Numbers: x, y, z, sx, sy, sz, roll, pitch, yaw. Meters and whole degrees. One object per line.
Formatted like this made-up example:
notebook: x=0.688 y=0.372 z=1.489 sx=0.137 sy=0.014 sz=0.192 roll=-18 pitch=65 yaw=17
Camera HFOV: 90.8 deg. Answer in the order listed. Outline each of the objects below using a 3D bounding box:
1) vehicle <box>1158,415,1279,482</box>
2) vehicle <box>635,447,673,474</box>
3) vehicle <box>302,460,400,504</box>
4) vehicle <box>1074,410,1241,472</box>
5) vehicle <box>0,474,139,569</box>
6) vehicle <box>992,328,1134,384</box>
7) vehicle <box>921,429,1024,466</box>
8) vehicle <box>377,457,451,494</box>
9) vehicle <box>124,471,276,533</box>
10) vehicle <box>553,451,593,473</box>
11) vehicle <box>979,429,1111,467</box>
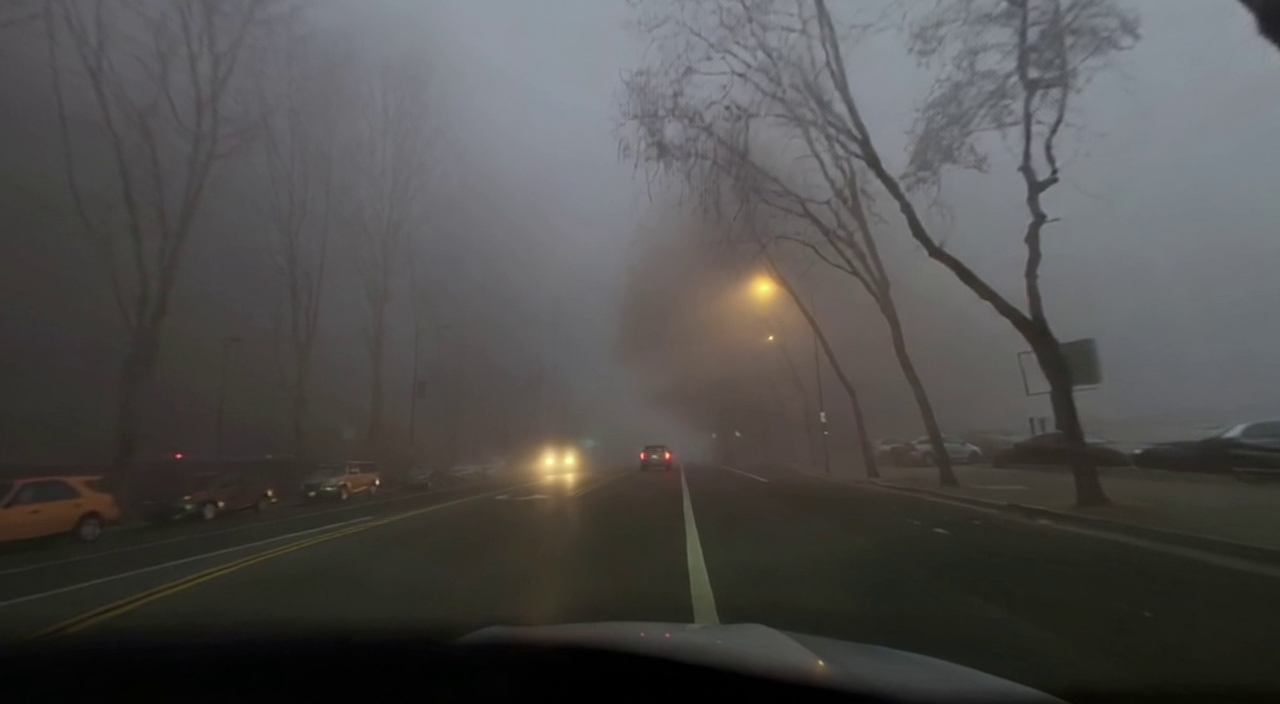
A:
vehicle: x=14.588 y=2.200 z=14.563 sx=3.556 sy=1.414 sz=1.851 roll=-1 pitch=-9 yaw=2
vehicle: x=0.873 y=6.231 z=36.625 sx=2.051 sy=1.454 sz=4.132 roll=-1 pitch=-9 yaw=3
vehicle: x=-12.283 y=5.528 z=27.205 sx=1.997 sy=1.668 sz=4.084 roll=-1 pitch=-9 yaw=5
vehicle: x=16.056 y=2.854 z=20.040 sx=2.050 sy=1.573 sz=5.029 roll=-6 pitch=-10 yaw=15
vehicle: x=-12.934 y=3.398 z=12.569 sx=1.984 sy=1.635 sz=4.525 roll=-4 pitch=-9 yaw=5
vehicle: x=15.369 y=0.172 z=23.124 sx=3.766 sy=1.708 sz=1.810 roll=-1 pitch=-9 yaw=5
vehicle: x=16.129 y=4.691 z=30.798 sx=3.922 sy=1.420 sz=1.784 roll=-5 pitch=-10 yaw=4
vehicle: x=-11.882 y=6.501 z=33.577 sx=2.016 sy=1.627 sz=4.742 roll=-2 pitch=-8 yaw=3
vehicle: x=-12.740 y=4.317 z=18.608 sx=1.646 sy=1.462 sz=3.740 roll=-1 pitch=-9 yaw=2
vehicle: x=-4.712 y=7.788 z=44.989 sx=1.993 sy=1.463 sz=4.265 roll=-1 pitch=-9 yaw=5
vehicle: x=16.154 y=3.867 z=25.398 sx=3.620 sy=1.412 sz=2.472 roll=-1 pitch=-9 yaw=3
